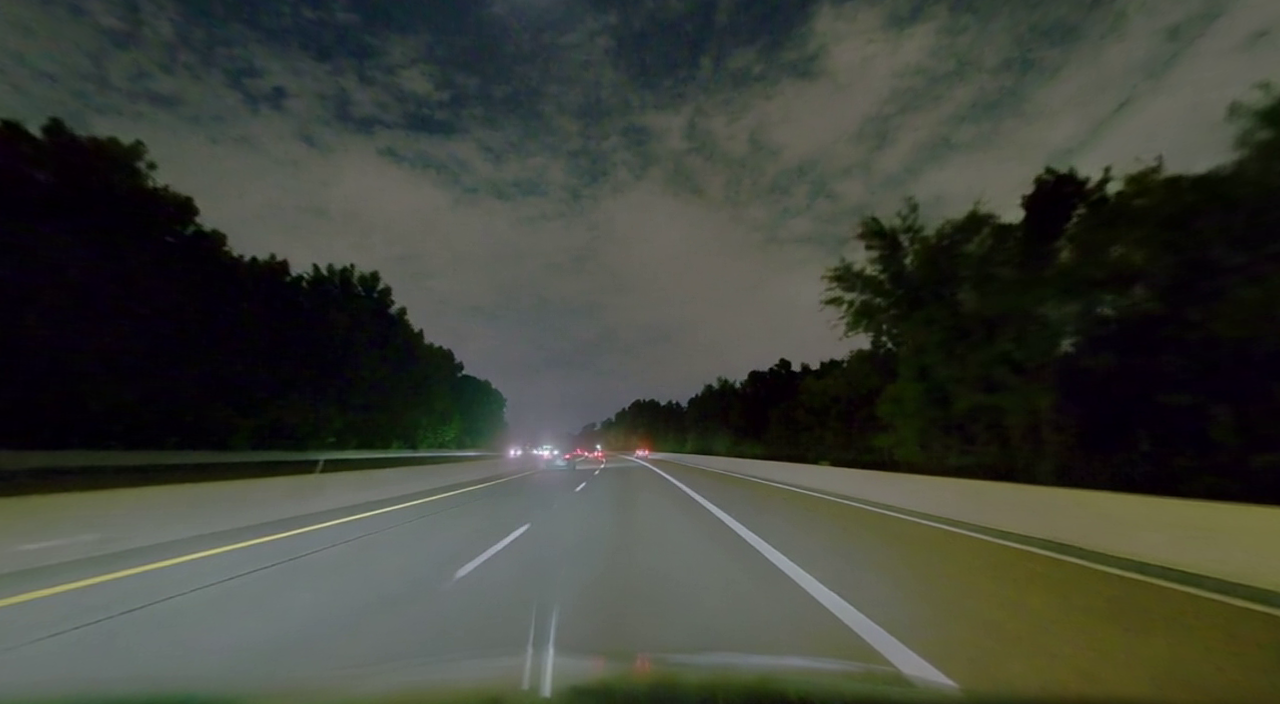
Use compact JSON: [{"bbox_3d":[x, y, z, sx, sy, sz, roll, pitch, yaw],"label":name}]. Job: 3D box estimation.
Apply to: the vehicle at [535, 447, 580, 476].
[{"bbox_3d":[-4.675,6.205,36.159,2.049,1.521,4.366,0,-9,-1],"label":"vehicle"}]
